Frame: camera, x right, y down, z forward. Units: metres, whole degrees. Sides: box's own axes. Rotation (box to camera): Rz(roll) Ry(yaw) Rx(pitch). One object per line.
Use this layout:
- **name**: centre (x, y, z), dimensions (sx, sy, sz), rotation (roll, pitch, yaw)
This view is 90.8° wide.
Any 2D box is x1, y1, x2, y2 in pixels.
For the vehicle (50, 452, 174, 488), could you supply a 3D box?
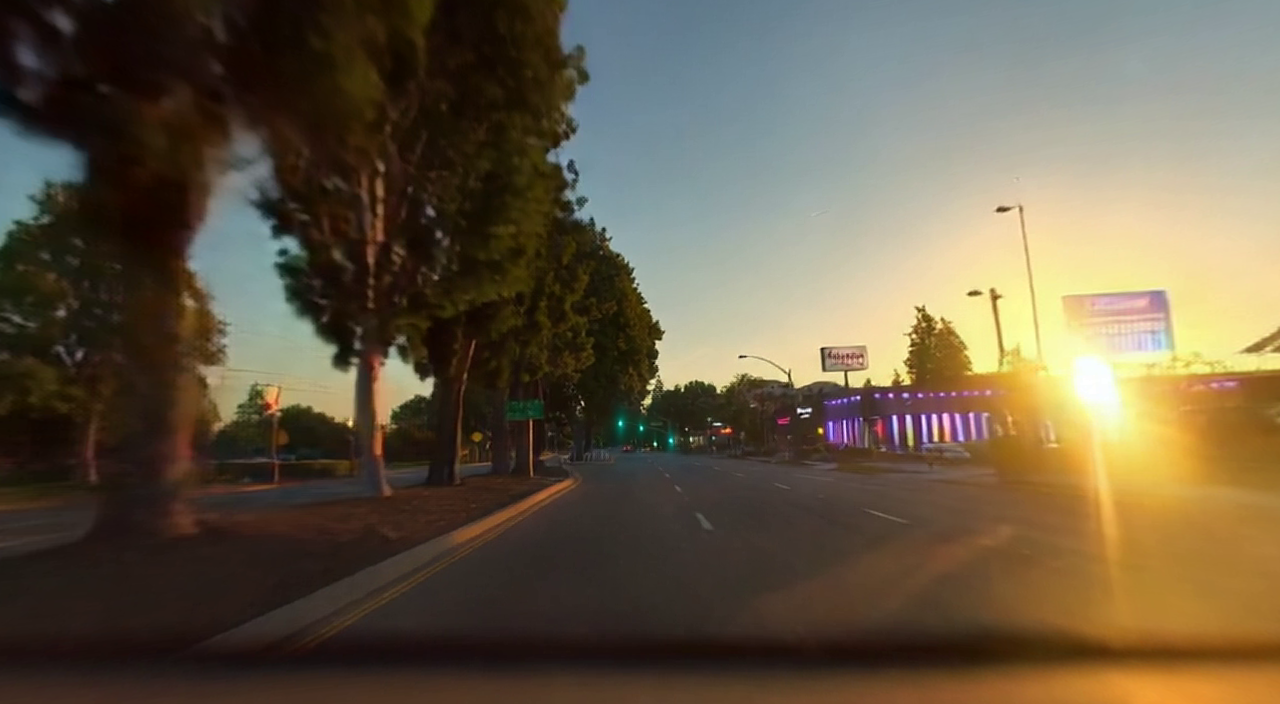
- **vehicle**: centre (-27.422, 6.109, 33.028), dimensions (4.529, 1.711, 1.972), rotation (4, -10, -27)

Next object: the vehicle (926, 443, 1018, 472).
- **vehicle**: centre (19.442, 6.192, 37.214), dimensions (1.869, 1.481, 4.459), rotation (1, -9, -25)

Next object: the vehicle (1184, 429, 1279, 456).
- **vehicle**: centre (46.442, 7.069, 49.343), dimensions (2.131, 1.923, 5.397), rotation (3, -9, -23)

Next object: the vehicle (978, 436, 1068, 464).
- **vehicle**: centre (24.169, 6.192, 40.092), dimensions (1.833, 1.667, 4.545), rotation (3, -9, -24)

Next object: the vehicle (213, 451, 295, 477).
- **vehicle**: centre (-27.284, 7.931, 44.842), dimensions (4.731, 1.677, 1.999), rotation (4, -10, -28)
